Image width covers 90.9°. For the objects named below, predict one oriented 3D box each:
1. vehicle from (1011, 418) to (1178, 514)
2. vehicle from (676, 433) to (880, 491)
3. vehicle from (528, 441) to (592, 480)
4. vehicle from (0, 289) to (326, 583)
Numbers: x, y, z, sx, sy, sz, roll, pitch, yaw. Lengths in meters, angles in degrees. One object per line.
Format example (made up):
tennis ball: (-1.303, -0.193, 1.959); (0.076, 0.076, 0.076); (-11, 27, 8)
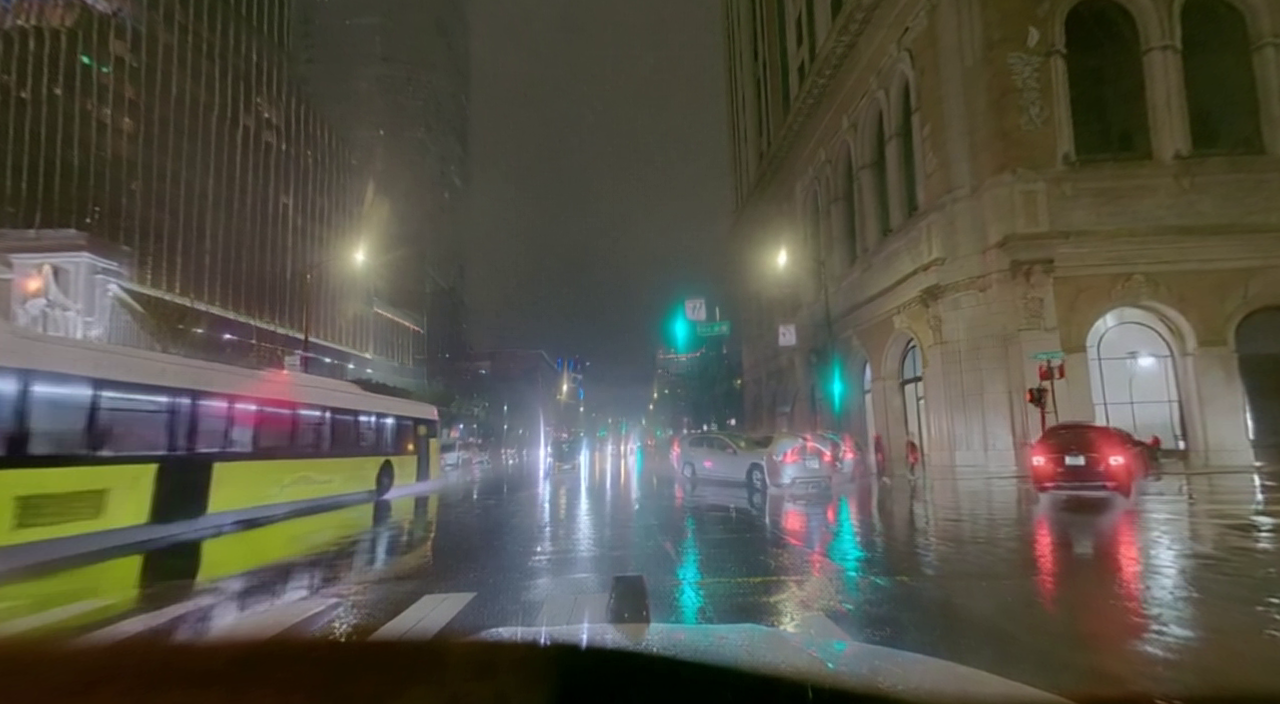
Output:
vehicle: (8.896, 2.117, 12.182); (2.006, 1.495, 4.271); (-8, -11, 42)
vehicle: (3.920, 3.084, 17.955); (5.388, 1.465, 2.050); (-3, -9, 20)
vehicle: (-3.111, 4.336, 25.491); (1.904, 1.402, 4.759); (0, -8, 1)
vehicle: (-8.949, 1.289, 9.461); (2.916, 3.427, 10.189); (0, -8, 2)
